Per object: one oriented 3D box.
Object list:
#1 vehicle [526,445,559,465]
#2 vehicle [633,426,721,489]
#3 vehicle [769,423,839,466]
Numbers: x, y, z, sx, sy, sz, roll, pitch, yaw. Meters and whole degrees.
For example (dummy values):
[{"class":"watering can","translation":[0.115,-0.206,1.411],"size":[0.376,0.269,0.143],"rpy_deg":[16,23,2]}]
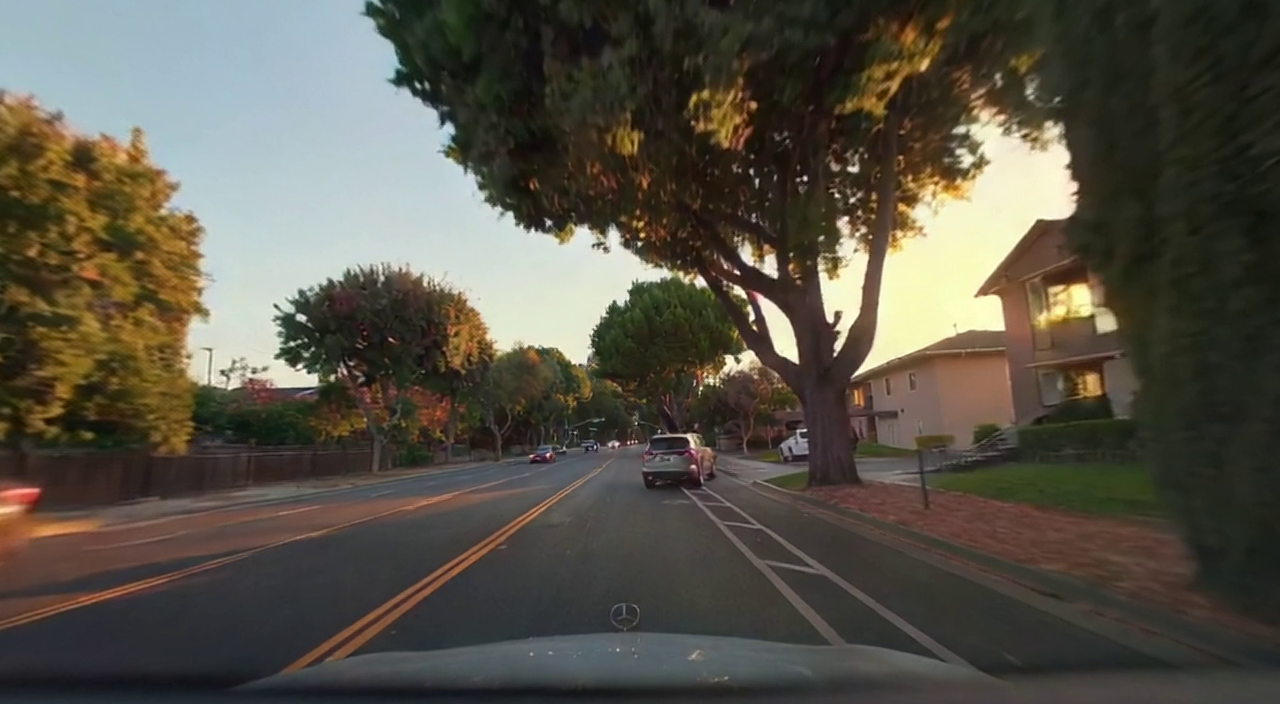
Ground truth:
[{"class":"vehicle","translation":[-7.609,8.088,49.640],"size":[1.894,1.476,4.429],"rpy_deg":[0,-8,0]},{"class":"vehicle","translation":[1.399,3.551,21.466],"size":[2.268,1.862,4.724],"rpy_deg":[-2,-9,12]},{"class":"vehicle","translation":[8.226,4.742,32.055],"size":[2.007,1.803,4.835],"rpy_deg":[-6,-9,-2]}]
